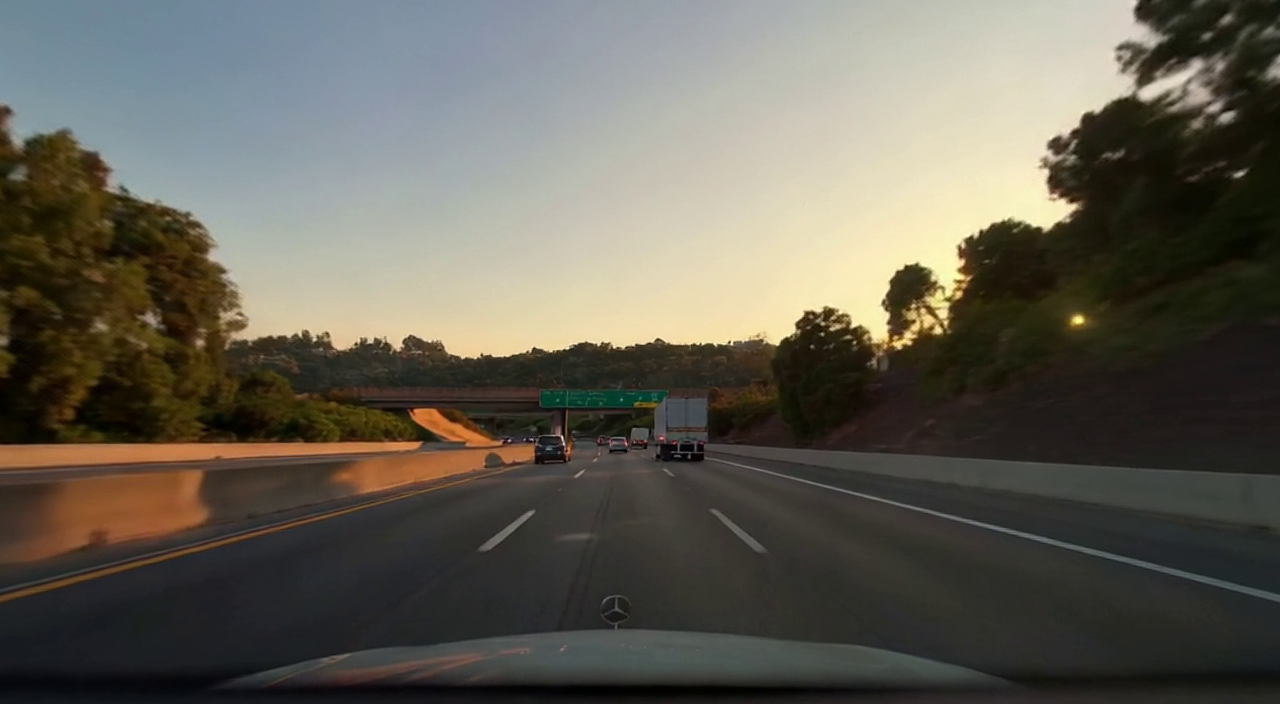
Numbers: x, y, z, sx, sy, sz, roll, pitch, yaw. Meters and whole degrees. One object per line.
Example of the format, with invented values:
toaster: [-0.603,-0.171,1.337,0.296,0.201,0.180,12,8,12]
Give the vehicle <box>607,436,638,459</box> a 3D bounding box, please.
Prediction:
vehicle: [-1.243,6.656,43.982,2.125,1.542,3.816,0,-8,-2]

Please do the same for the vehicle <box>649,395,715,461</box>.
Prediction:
vehicle: [2.696,5.681,46.048,3.301,4.034,13.722,0,-8,-3]

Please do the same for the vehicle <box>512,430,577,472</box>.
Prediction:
vehicle: [-4.329,4.558,29.255,2.377,1.747,4.703,0,-8,-1]
